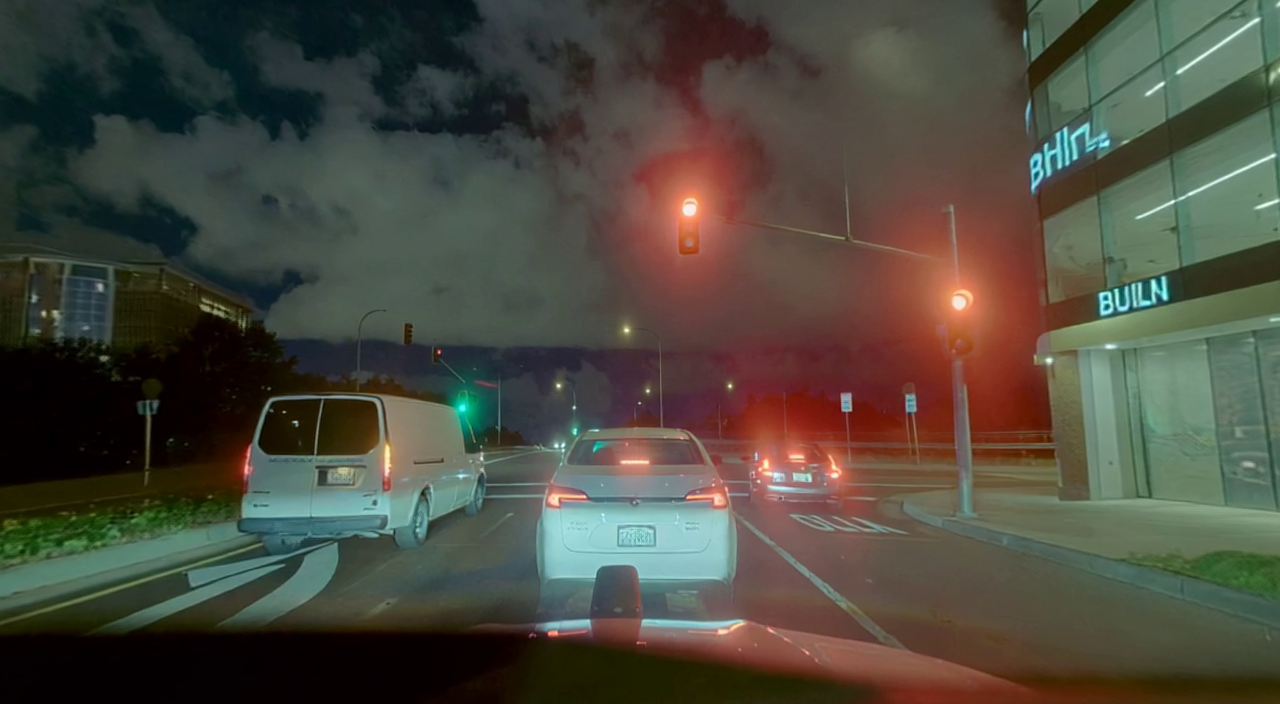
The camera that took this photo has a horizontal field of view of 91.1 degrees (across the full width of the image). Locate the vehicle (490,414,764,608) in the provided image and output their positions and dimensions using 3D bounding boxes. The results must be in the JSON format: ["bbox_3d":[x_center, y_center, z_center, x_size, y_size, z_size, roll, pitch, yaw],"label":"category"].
[{"bbox_3d":[-0.107,1.464,6.777,2.064,1.452,3.942,0,-8,0],"label":"vehicle"}]

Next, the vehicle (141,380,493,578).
[{"bbox_3d":[-3.581,1.512,8.423,2.076,1.820,5.100,0,-8,-1],"label":"vehicle"}]
